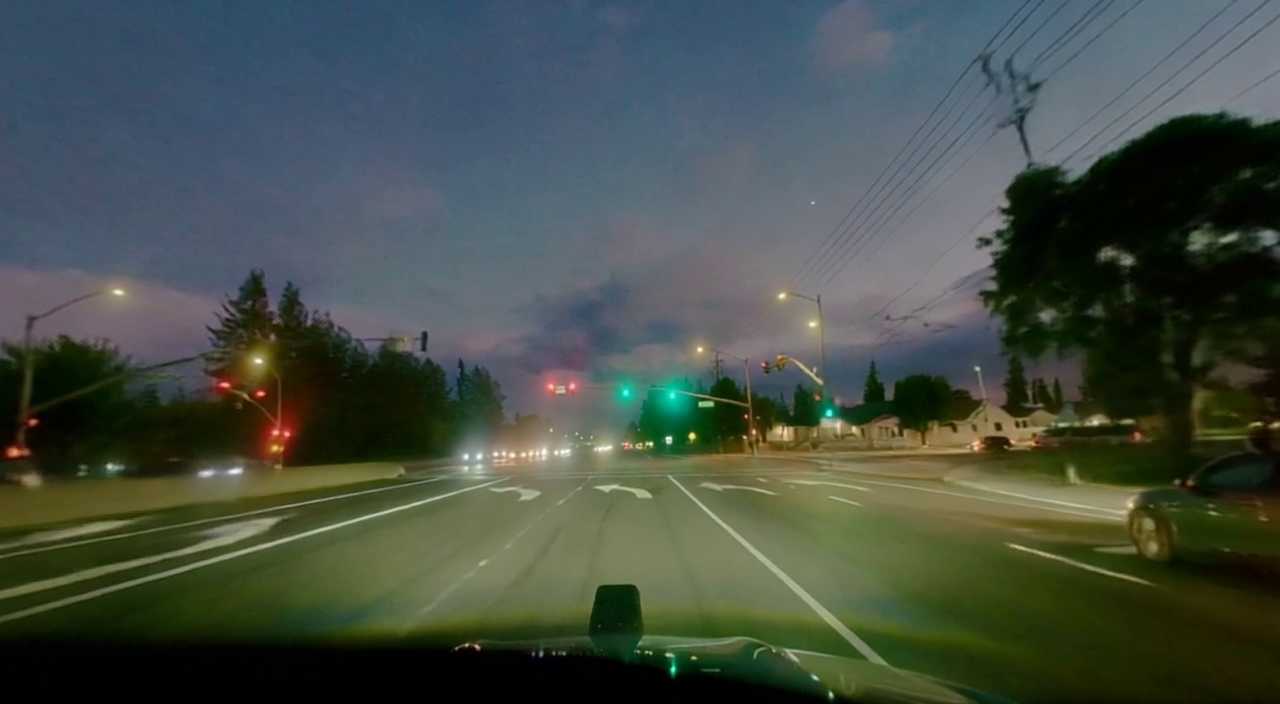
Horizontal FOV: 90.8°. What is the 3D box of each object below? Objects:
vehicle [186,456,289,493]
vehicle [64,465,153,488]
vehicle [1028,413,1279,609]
[{"bbox_3d":[-18.365,5.584,29.099,1.926,1.469,4.426,0,-8,-1],"label":"vehicle"},{"bbox_3d":[-38.100,8.905,45.362,4.464,1.526,1.970,0,-8,-3],"label":"vehicle"},{"bbox_3d":[6.044,1.346,5.671,2.113,1.520,4.650,0,-8,-1],"label":"vehicle"}]
